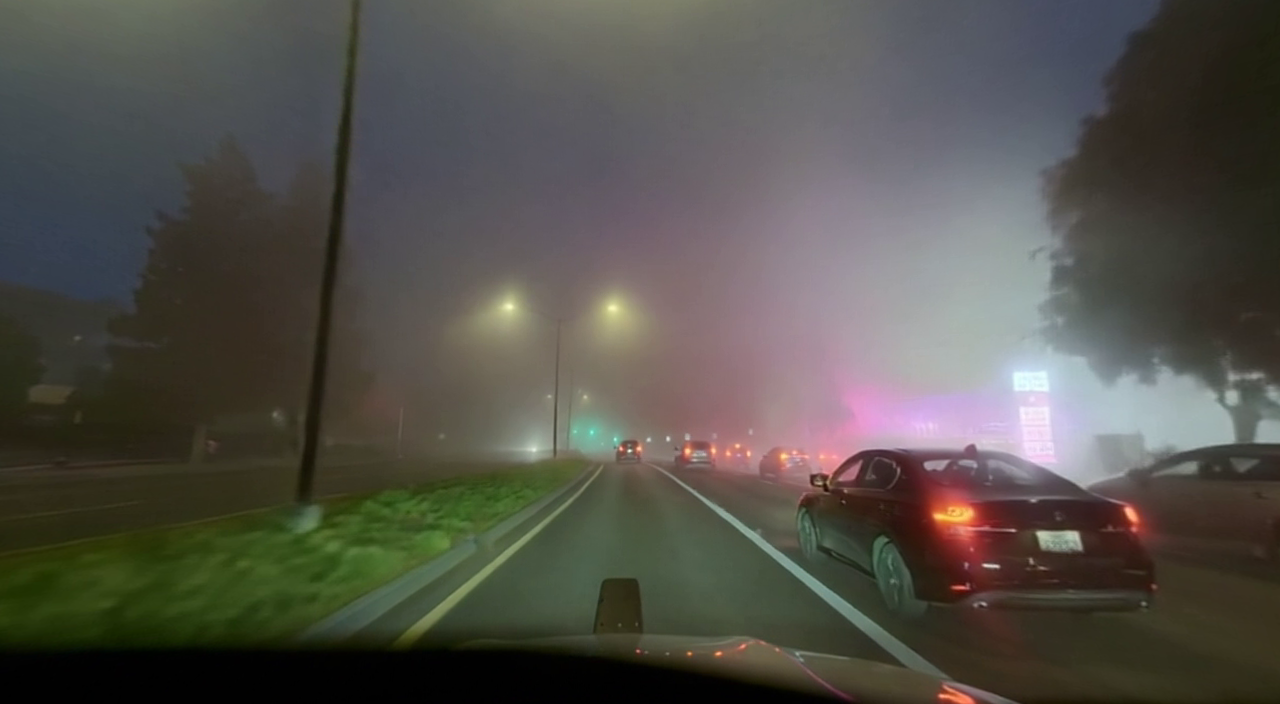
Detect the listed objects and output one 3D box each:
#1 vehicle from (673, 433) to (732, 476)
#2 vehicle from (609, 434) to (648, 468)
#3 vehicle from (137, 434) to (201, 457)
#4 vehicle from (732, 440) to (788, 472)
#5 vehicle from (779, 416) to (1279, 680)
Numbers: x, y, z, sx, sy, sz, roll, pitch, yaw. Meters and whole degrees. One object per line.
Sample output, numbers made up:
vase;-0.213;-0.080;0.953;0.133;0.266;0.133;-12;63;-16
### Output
vehicle;2.719;4.594;28.359;2.000;1.745;4.206;1;-9;-3
vehicle;-0.750;5.738;36.542;2.051;1.798;4.168;1;-9;-4
vehicle;-30.980;6.155;41.542;1.744;1.433;3.823;1;-9;-10
vehicle;6.380;5.590;34.016;1.954;1.606;4.423;1;-8;-3
vehicle;2.754;1.413;5.708;1.883;1.452;4.258;0;-9;-2
